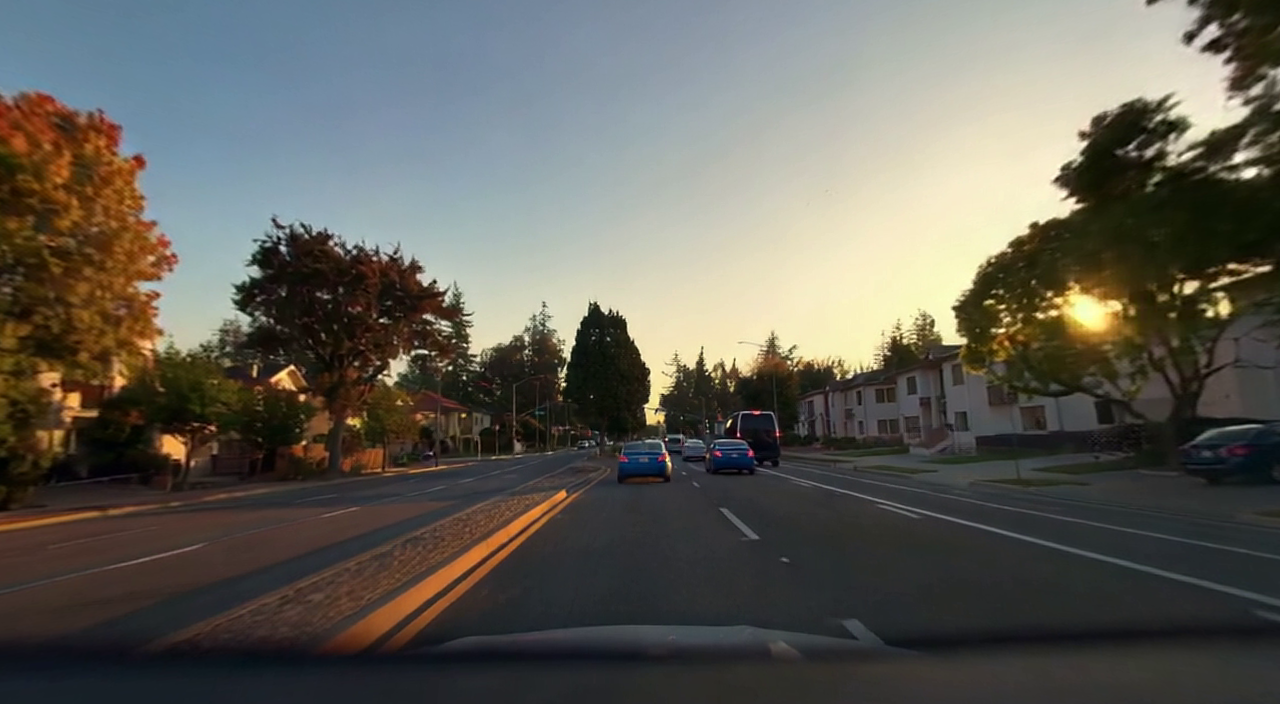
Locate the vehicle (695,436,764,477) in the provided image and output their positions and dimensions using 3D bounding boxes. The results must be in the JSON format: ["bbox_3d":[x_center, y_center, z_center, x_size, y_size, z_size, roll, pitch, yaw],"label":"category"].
[{"bbox_3d":[3.555,4.261,26.042,2.161,1.519,4.568,0,-9,0],"label":"vehicle"}]

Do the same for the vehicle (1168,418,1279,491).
[{"bbox_3d":[15.217,2.325,14.513,4.456,1.520,1.911,0,-9,-3],"label":"vehicle"}]

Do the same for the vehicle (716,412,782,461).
[{"bbox_3d":[7.891,6.476,47.725,2.940,3.202,12.480,0,-9,1],"label":"vehicle"}]

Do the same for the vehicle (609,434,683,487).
[{"bbox_3d":[0.174,3.391,19.996,2.093,1.497,4.010,0,-9,0],"label":"vehicle"}]
